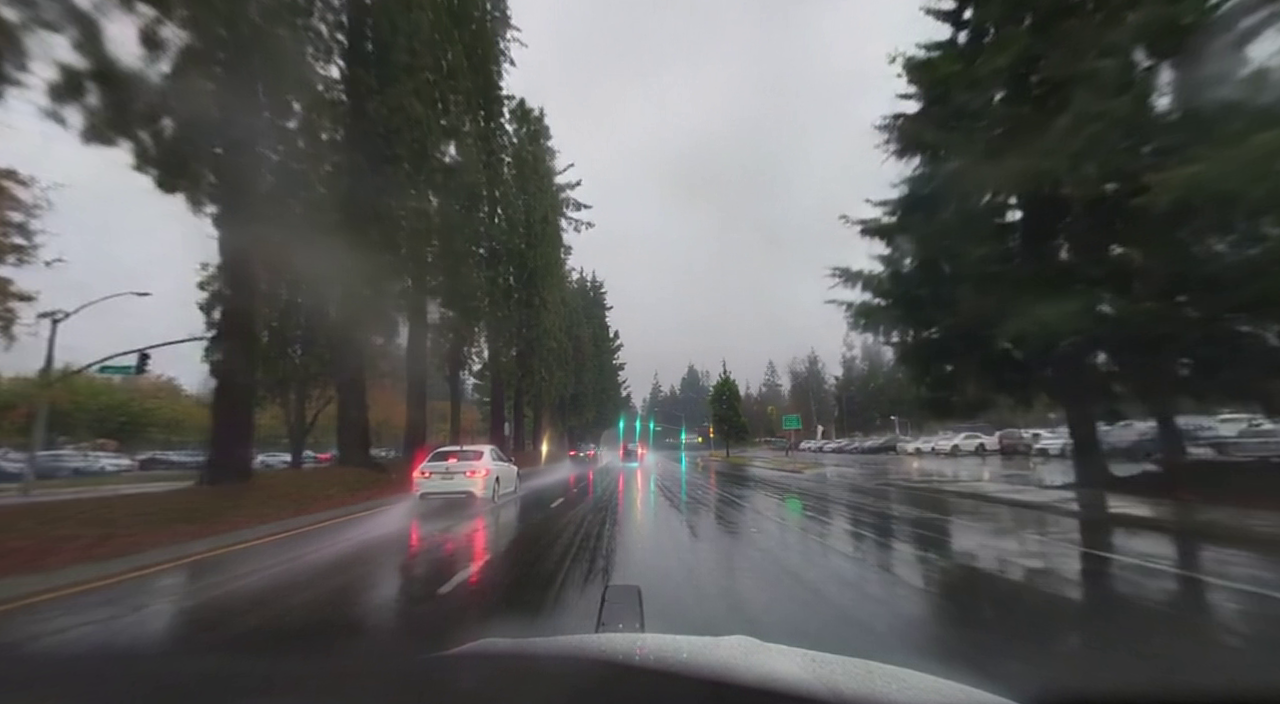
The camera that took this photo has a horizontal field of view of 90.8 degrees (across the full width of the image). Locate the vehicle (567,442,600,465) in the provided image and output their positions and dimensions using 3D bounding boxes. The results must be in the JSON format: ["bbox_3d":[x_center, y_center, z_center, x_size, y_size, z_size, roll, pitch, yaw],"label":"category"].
[{"bbox_3d":[-4.180,7.563,47.071,2.103,1.592,4.160,0,-9,0],"label":"vehicle"}]

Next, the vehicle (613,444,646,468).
[{"bbox_3d":[-0.670,6.652,40.548,1.991,1.431,4.199,0,-9,-1],"label":"vehicle"}]

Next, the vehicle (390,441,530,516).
[{"bbox_3d":[-3.844,2.769,14.349,1.905,1.418,4.396,0,-9,0],"label":"vehicle"}]
